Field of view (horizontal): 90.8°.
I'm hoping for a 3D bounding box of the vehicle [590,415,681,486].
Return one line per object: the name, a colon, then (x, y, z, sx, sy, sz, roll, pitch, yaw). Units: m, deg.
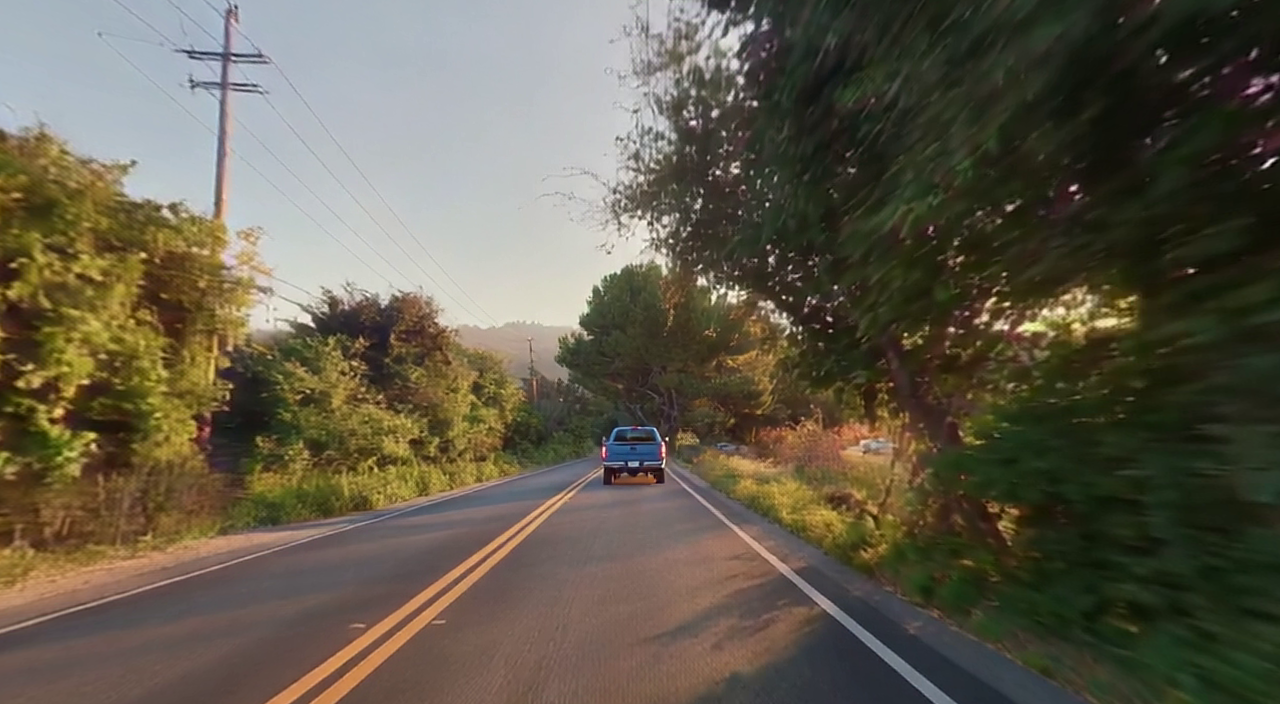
vehicle: (-0.231, 3.810, 24.719, 3.021, 2.326, 7.410, 0, -8, -1)
